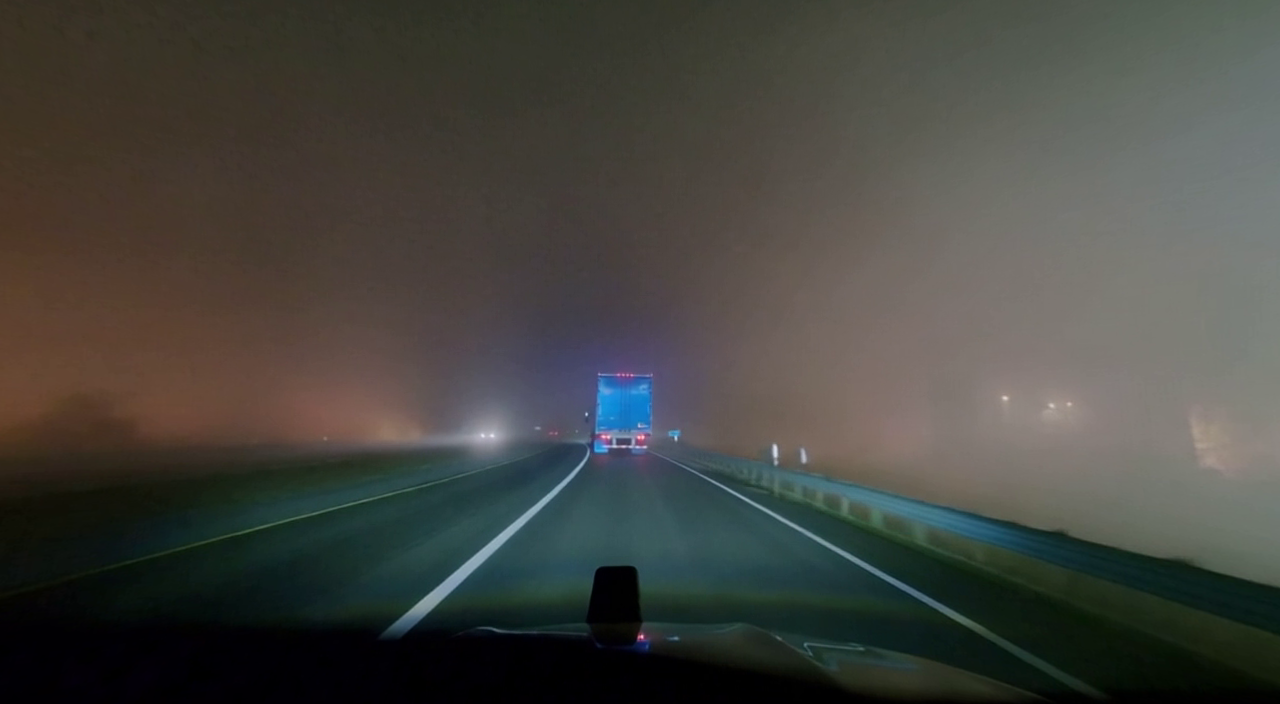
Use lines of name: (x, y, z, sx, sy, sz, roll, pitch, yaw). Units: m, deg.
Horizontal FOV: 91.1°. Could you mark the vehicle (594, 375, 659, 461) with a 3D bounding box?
vehicle: (-0.805, 3.734, 34.345, 3.023, 3.965, 10.402, 0, -8, -2)
